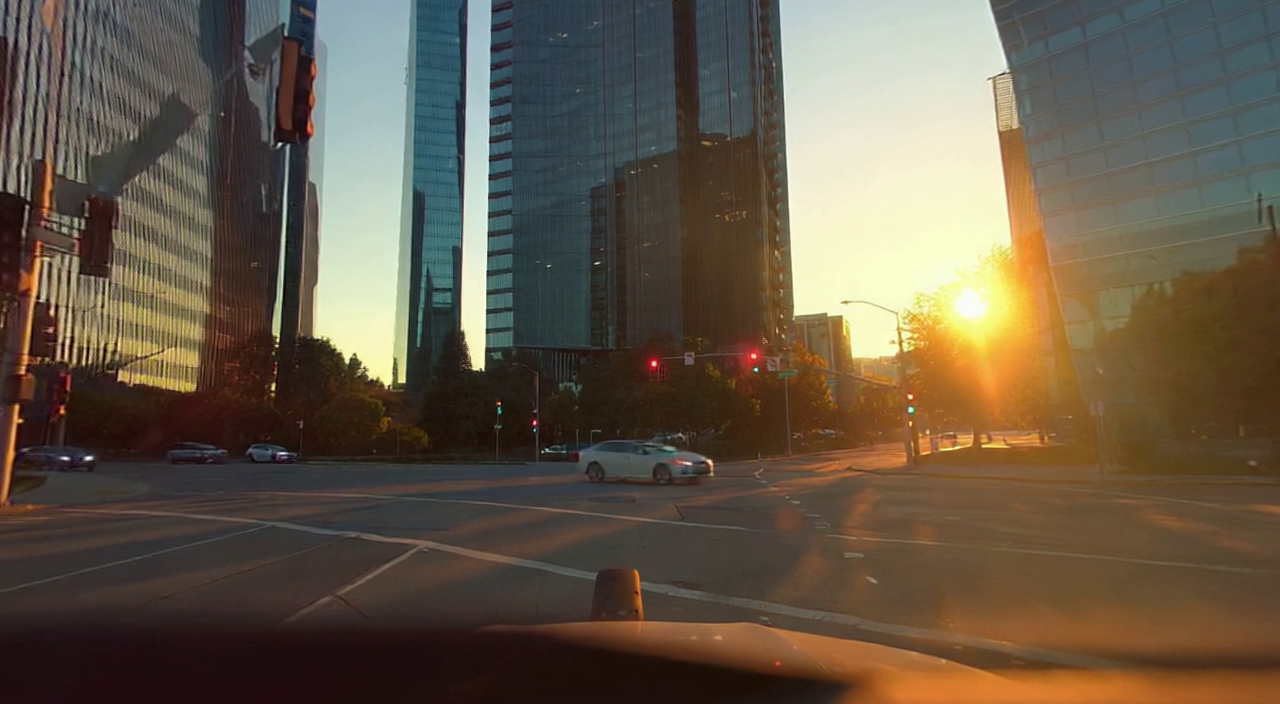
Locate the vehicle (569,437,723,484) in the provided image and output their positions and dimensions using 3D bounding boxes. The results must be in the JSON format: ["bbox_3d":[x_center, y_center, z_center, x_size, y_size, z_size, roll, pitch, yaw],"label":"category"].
[{"bbox_3d":[0.108,3.909,22.983,5.408,1.505,2.091,-7,-11,37],"label":"vehicle"}]

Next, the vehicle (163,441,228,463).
[{"bbox_3d":[-30.481,6.827,43.282,4.380,1.455,1.869,-5,-10,30],"label":"vehicle"}]

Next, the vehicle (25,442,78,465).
[{"bbox_3d":[-38.297,6.565,41.088,4.323,1.390,1.953,-8,-11,41],"label":"vehicle"}]
